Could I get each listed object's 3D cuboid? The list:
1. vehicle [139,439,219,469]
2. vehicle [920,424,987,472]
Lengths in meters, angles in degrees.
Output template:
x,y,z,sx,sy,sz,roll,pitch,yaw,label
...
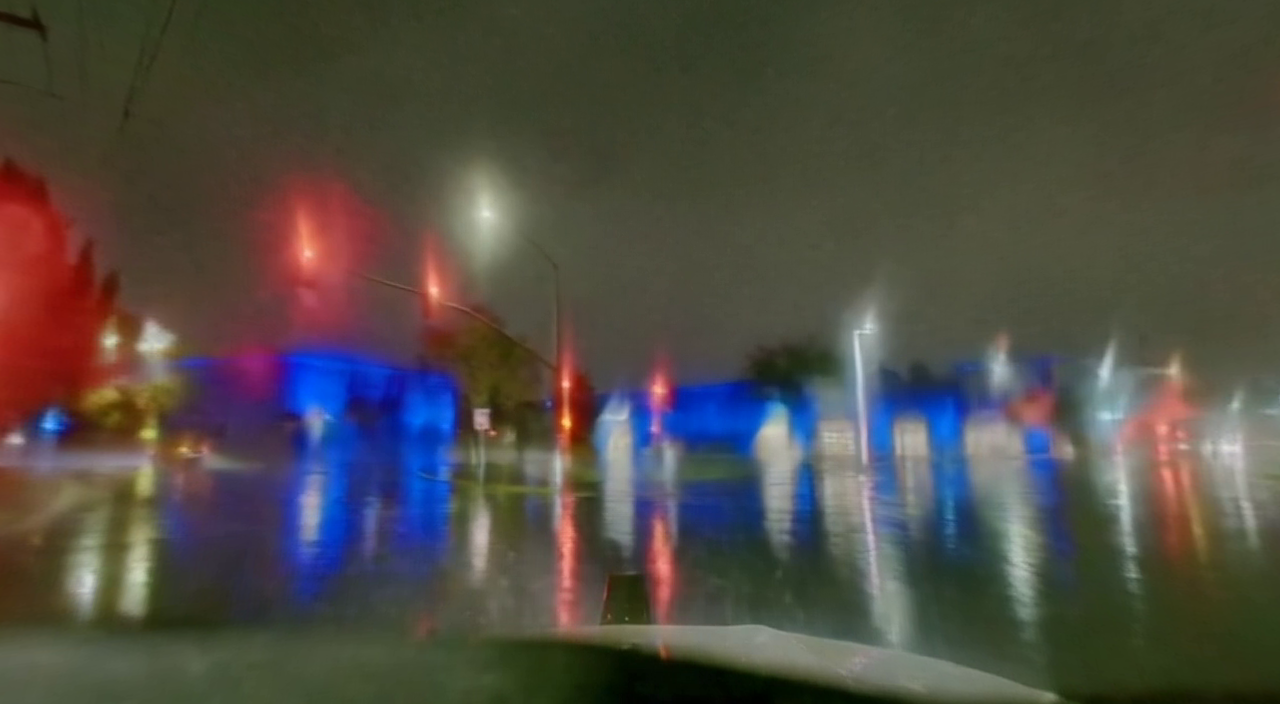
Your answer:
x,y,z,sx,sy,sz,roll,pitch,yaw,label
-31.781,7.001,43.389,5.570,1.923,2.336,-6,-11,31,vehicle
19.719,6.013,39.500,2.324,2.750,5.997,-8,-11,38,vehicle
